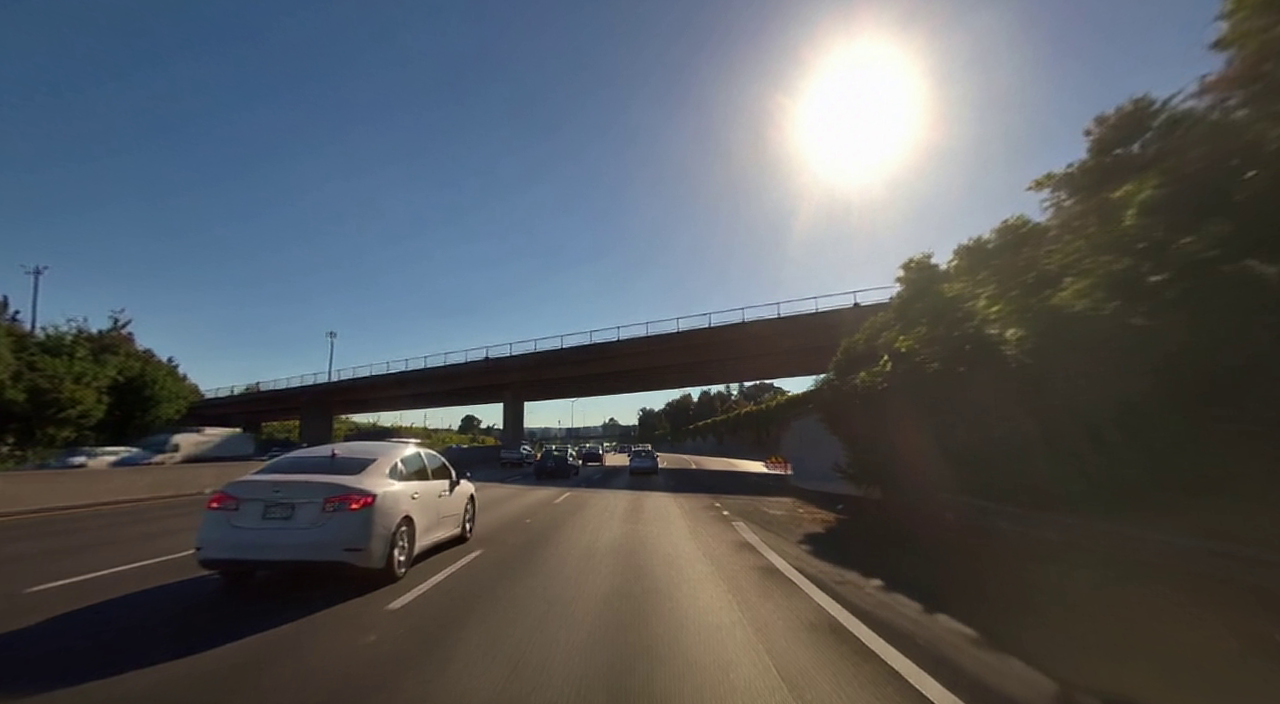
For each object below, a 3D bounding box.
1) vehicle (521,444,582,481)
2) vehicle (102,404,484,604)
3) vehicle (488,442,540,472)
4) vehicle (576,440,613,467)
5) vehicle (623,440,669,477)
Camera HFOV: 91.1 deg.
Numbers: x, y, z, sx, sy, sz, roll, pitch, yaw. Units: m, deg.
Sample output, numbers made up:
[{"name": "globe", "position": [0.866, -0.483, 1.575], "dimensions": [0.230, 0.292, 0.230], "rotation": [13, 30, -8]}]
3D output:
[{"name": "vehicle", "position": [-3.850, 4.878, 28.012], "dimensions": [1.997, 1.490, 4.471], "rotation": [0, -8, 1]}, {"name": "vehicle", "position": [-3.648, 1.672, 7.881], "dimensions": [2.161, 1.759, 4.482], "rotation": [0, -8, 1]}, {"name": "vehicle", "position": [-7.507, 6.287, 37.907], "dimensions": [2.085, 1.713, 4.436], "rotation": [0, -8, 1]}, {"name": "vehicle", "position": [-3.236, 7.385, 45.836], "dimensions": [2.237, 1.841, 4.683], "rotation": [0, -8, 1]}, {"name": "vehicle", "position": [0.269, 5.277, 31.379], "dimensions": [2.160, 1.678, 4.178], "rotation": [0, -8, 0]}]
